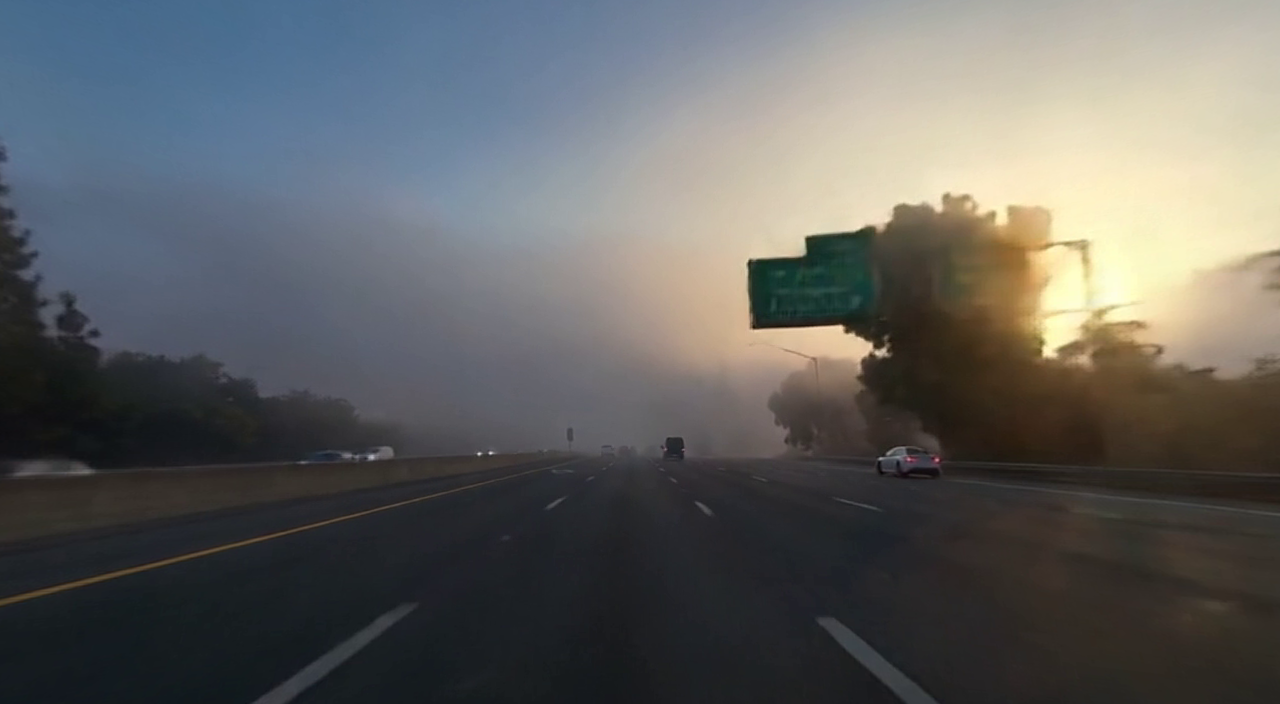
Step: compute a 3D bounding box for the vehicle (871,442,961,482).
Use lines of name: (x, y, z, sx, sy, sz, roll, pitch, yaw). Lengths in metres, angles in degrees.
vehicle: (11.425, 4.565, 26.528, 1.878, 1.509, 4.327, 0, -9, 1)

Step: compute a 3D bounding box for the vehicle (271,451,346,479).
vehicle: (-19.587, 6.678, 37.595, 1.935, 1.484, 4.558, 0, -9, 1)
